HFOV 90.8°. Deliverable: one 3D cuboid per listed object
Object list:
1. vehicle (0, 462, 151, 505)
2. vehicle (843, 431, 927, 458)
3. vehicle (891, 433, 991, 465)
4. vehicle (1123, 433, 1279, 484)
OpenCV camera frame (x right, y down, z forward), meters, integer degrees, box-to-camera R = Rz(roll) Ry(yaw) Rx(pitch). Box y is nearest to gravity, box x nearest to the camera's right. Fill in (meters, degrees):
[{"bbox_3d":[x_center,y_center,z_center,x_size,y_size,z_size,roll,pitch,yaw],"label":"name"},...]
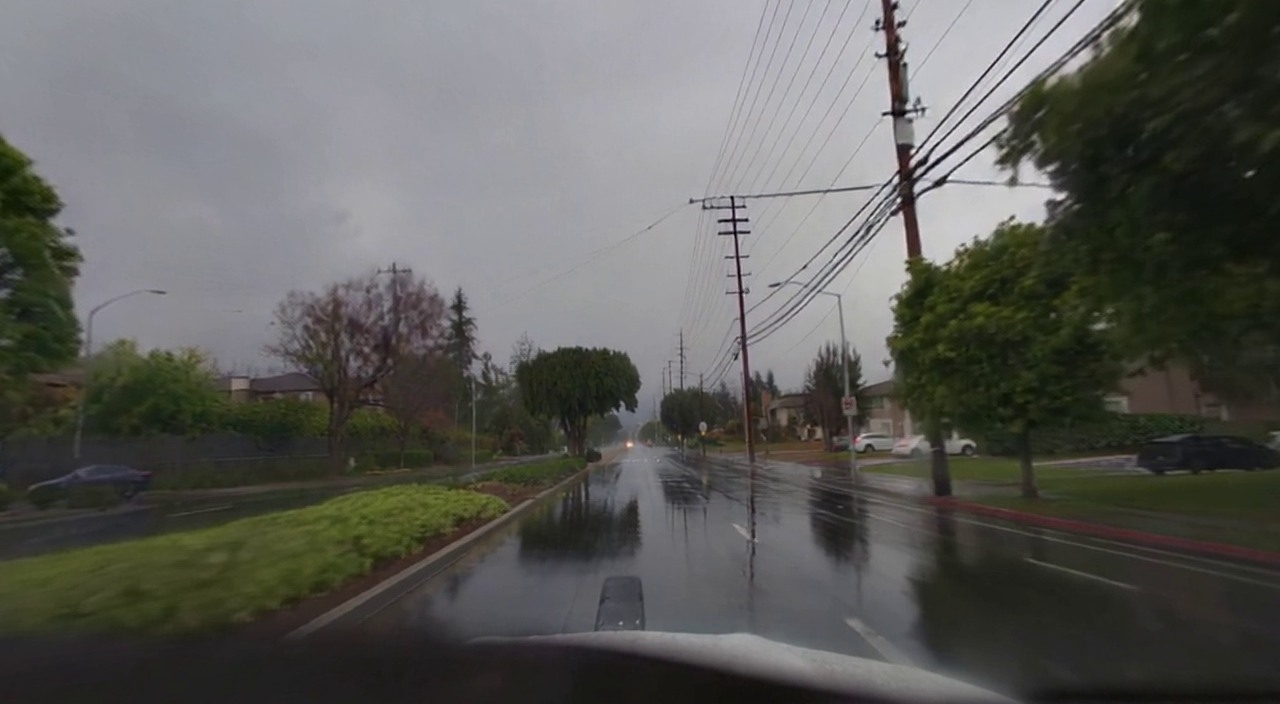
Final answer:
[{"bbox_3d":[-21.793,4.994,24.133,4.354,1.450,2.043,0,-10,-11],"label":"vehicle"},{"bbox_3d":[16.684,6.315,43.241,4.833,1.786,2.136,0,-8,-1],"label":"vehicle"},{"bbox_3d":[16.929,5.466,35.685,4.560,1.725,2.096,0,-8,-2],"label":"vehicle"},{"bbox_3d":[17.540,3.195,19.015,4.246,1.427,2.055,0,-8,0],"label":"vehicle"}]
